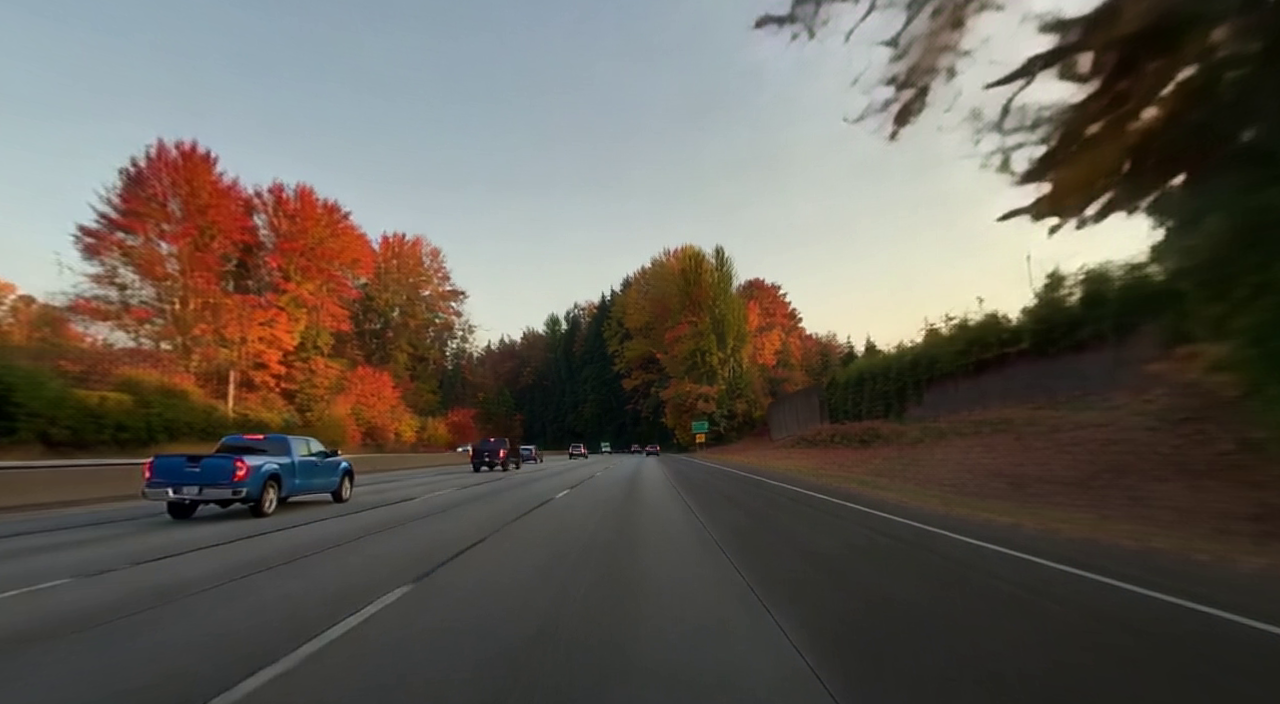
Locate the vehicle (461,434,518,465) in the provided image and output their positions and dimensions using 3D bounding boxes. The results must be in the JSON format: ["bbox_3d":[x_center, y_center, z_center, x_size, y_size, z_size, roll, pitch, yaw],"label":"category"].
[{"bbox_3d":[-10.294,6.727,43.606,2.347,1.984,5.778,0,-8,2],"label":"vehicle"}]

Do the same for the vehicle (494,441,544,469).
[{"bbox_3d":[-6.812,5.858,36.017,1.919,1.499,4.234,0,-8,1],"label":"vehicle"}]

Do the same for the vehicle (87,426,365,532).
[{"bbox_3d":[-7.219,2.241,11.803,1.965,1.567,4.686,0,-8,1],"label":"vehicle"}]
